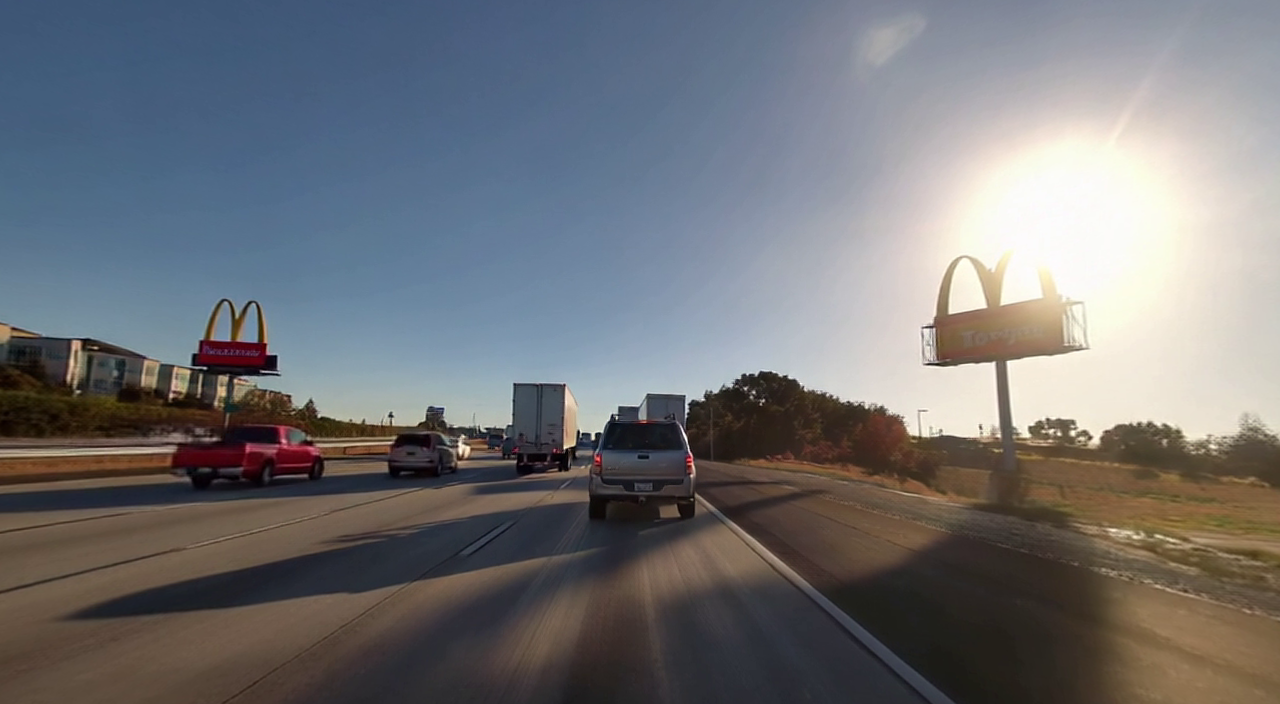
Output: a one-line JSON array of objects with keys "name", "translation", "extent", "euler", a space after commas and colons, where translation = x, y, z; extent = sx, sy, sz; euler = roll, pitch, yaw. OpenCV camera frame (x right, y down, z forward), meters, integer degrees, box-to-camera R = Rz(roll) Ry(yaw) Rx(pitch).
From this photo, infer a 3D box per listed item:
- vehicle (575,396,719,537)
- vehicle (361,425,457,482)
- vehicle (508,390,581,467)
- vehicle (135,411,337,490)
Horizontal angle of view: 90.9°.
[{"name": "vehicle", "translation": [0.044, 1.859, 10.662], "extent": [1.947, 1.910, 4.040], "euler": [0, -9, -1]}, {"name": "vehicle", "translation": [-7.828, 3.488, 21.827], "extent": [1.854, 1.740, 4.151], "euler": [0, -9, -2]}, {"name": "vehicle", "translation": [-4.772, 4.132, 33.209], "extent": [2.814, 3.513, 8.529], "euler": [0, -9, -2]}, {"name": "vehicle", "translation": [-11.698, 2.951, 19.032], "extent": [2.240, 1.995, 5.854], "euler": [0, -9, -1]}]
